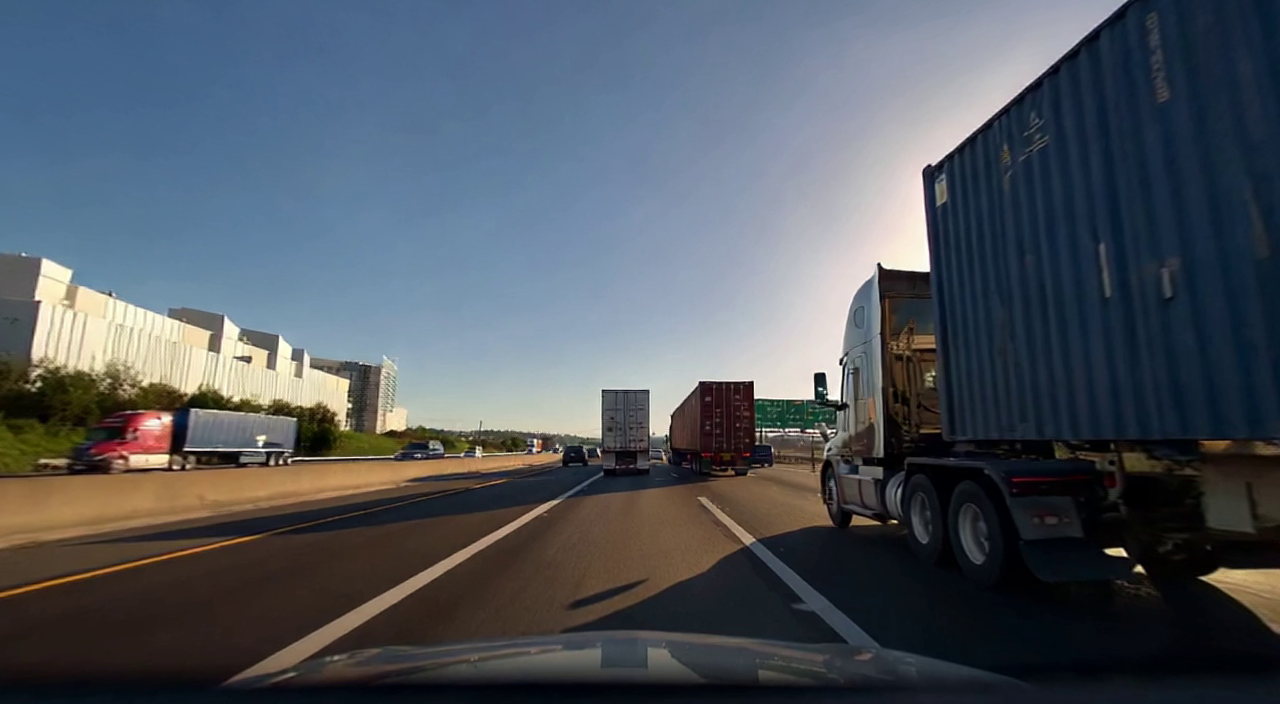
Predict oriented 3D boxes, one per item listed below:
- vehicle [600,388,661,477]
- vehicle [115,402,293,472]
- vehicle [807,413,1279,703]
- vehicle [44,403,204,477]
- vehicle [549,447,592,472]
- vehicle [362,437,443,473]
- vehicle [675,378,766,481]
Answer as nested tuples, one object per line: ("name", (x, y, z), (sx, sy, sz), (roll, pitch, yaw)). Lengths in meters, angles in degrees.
("vehicle", (-0.512, 4.632, 35.533), (2.841, 4.071, 12.046), (0, -9, -1))
("vehicle", (-28.704, 5.883, 43.057), (2.832, 4.023, 13.121), (0, -9, 0))
("vehicle", (3.031, 1.367, 5.316), (2.073, 1.474, 4.320), (0, -9, 0))
("vehicle", (-28.517, 4.968, 35.548), (2.989, 3.688, 6.884), (-1, -9, 0))
("vehicle", (-4.279, 6.697, 39.736), (2.138, 1.478, 4.641), (0, -9, 0))
("vehicle", (-12.794, 5.595, 34.633), (2.179, 1.779, 5.632), (-1, -9, 1))
("vehicle", (3.550, 4.042, 31.671), (2.803, 4.072, 12.744), (0, -9, 0))
